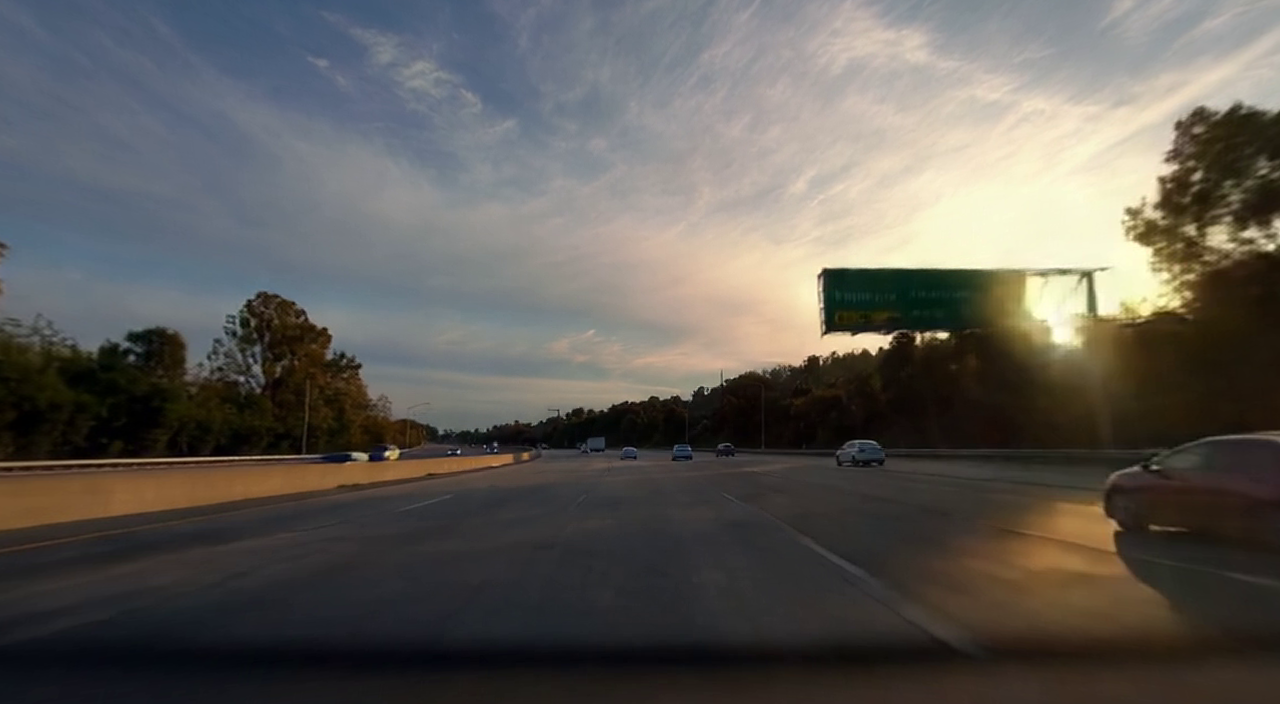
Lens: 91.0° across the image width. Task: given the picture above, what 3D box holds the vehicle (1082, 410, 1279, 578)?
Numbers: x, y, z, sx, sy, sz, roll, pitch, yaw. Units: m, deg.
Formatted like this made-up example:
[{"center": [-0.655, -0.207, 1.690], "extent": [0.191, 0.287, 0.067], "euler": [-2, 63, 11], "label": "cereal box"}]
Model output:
[{"center": [7.469, 1.509, 6.856], "extent": [2.124, 1.661, 4.267], "euler": [0, -9, -1], "label": "vehicle"}]

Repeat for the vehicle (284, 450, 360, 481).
[{"center": [-16.894, 6.018, 33.688], "extent": [1.862, 1.506, 4.282], "euler": [0, -9, 0], "label": "vehicle"}]

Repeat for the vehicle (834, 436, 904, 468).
[{"center": [13.834, 6.082, 38.453], "extent": [2.107, 1.803, 5.385], "euler": [0, -9, -2], "label": "vehicle"}]
